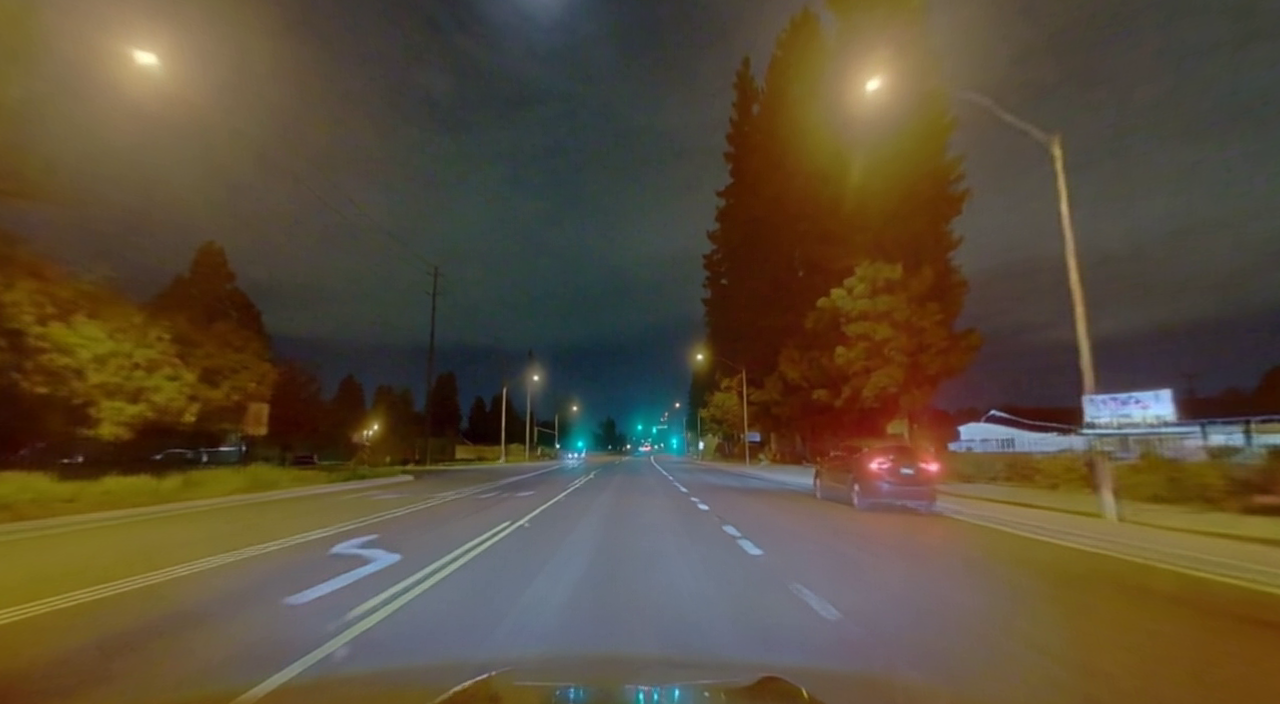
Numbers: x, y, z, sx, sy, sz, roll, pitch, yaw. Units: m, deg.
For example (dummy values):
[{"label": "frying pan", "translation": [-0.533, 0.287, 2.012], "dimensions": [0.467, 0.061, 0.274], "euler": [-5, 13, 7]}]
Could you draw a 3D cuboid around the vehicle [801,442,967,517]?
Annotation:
[{"label": "vehicle", "translation": [5.974, 3.185, 16.294], "dimensions": [2.282, 1.566, 4.705], "euler": [-1, -9, -1]}]
